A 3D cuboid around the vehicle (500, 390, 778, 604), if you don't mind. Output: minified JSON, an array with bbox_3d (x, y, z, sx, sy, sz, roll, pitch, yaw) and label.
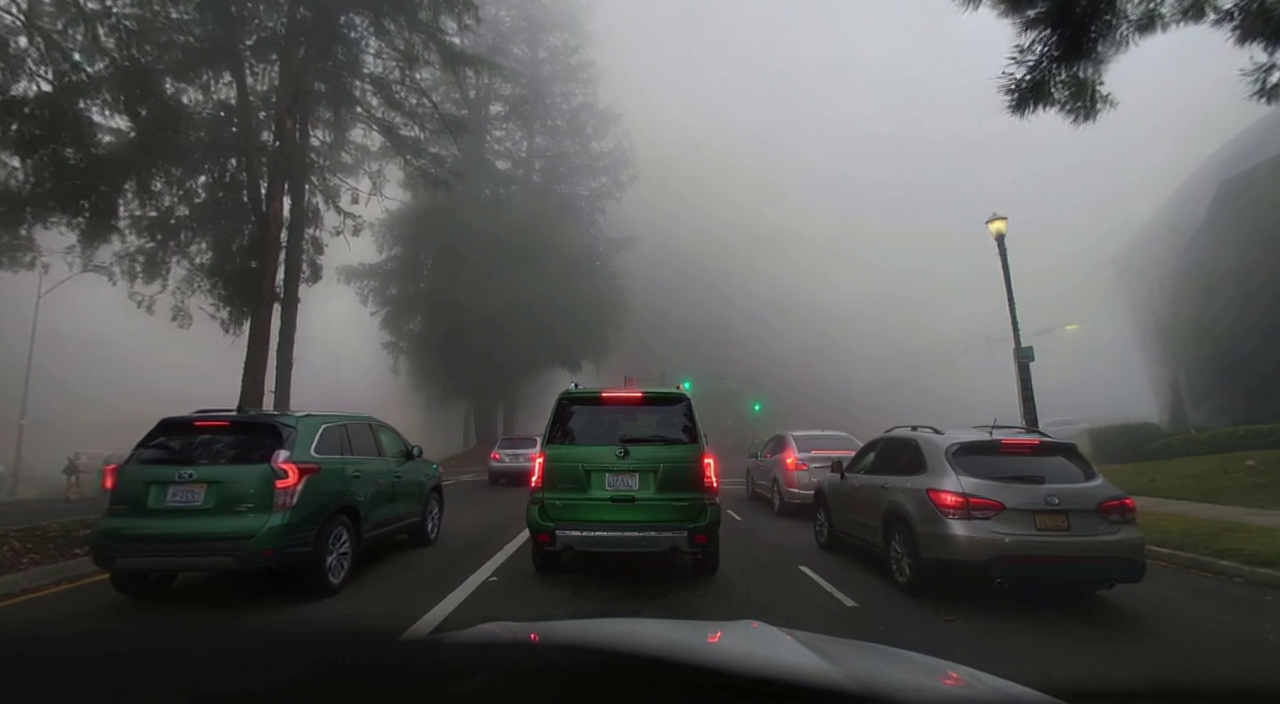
[{"bbox_3d":[-0.029,1.490,7.249,2.294,1.761,3.857,0,-9,-1],"label":"vehicle"}]

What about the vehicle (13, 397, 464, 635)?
[{"bbox_3d":[-3.371,1.444,6.501,1.961,1.639,4.064,0,-9,-1],"label":"vehicle"}]

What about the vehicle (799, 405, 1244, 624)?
[{"bbox_3d":[3.466,1.559,7.041,2.202,1.657,4.298,0,-9,-1],"label":"vehicle"}]
